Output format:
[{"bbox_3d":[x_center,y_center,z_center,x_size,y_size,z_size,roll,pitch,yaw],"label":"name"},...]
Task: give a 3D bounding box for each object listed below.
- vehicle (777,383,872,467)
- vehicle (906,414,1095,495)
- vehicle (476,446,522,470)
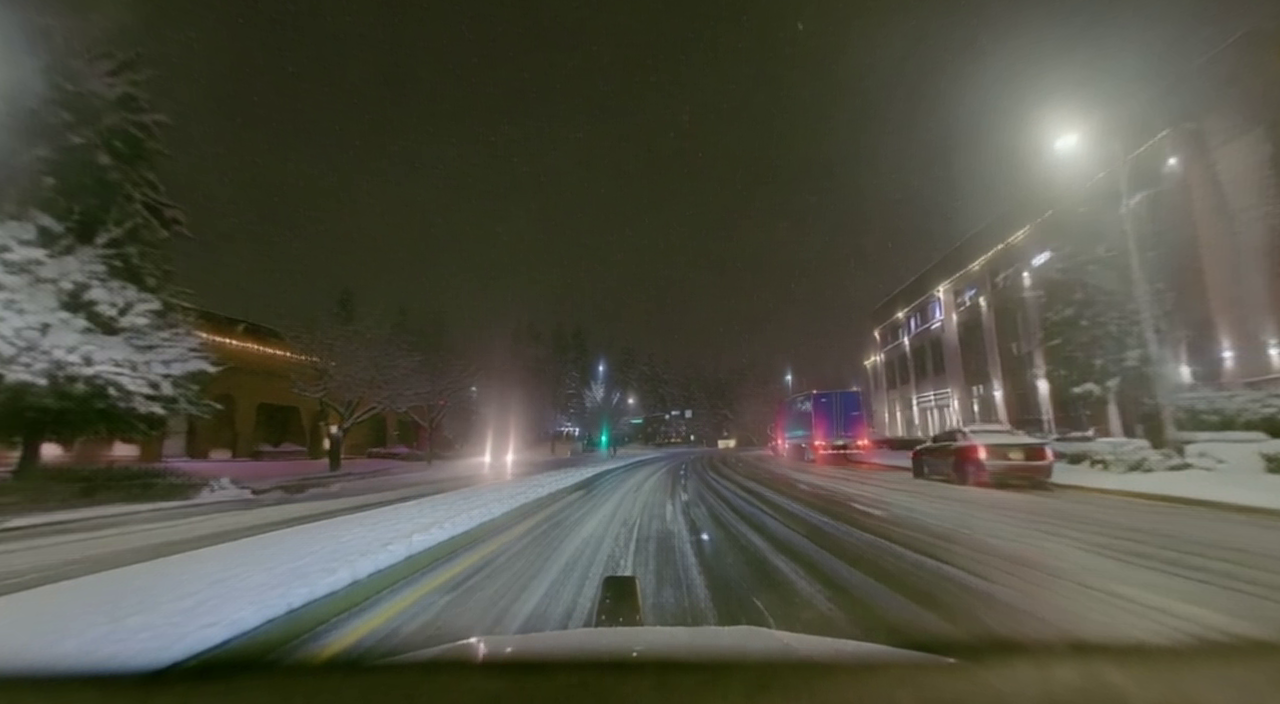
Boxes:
[{"bbox_3d":[11.804,5.155,42.797,2.907,4.439,17.681,-1,-8,6],"label":"vehicle"},{"bbox_3d":[10.068,2.950,18.460,2.200,1.944,5.935,-1,-8,2],"label":"vehicle"},{"bbox_3d":[-9.506,7.185,42.958,1.907,1.505,4.354,-1,-8,4],"label":"vehicle"}]
